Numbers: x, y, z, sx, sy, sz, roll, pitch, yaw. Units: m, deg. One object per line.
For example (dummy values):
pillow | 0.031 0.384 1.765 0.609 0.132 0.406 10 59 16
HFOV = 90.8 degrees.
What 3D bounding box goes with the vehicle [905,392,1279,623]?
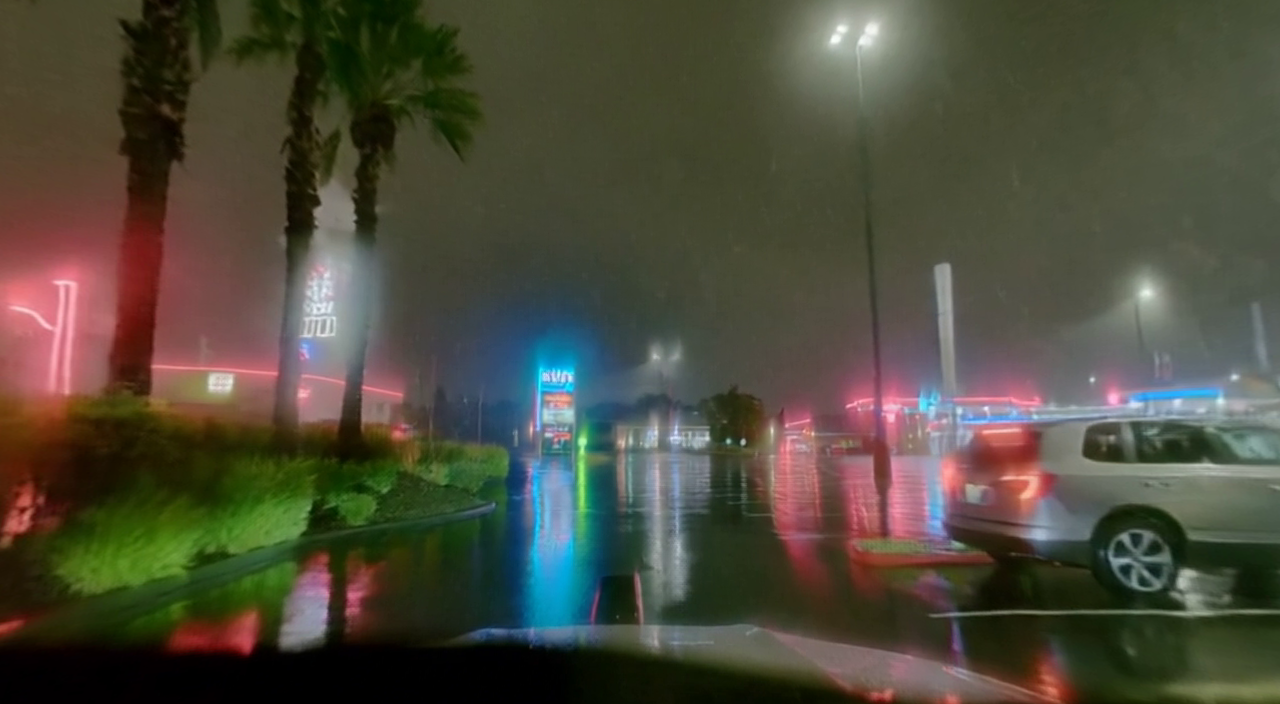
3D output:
vehicle | 5.432 1.416 6.315 4.560 1.818 2.148 1 -8 -4
